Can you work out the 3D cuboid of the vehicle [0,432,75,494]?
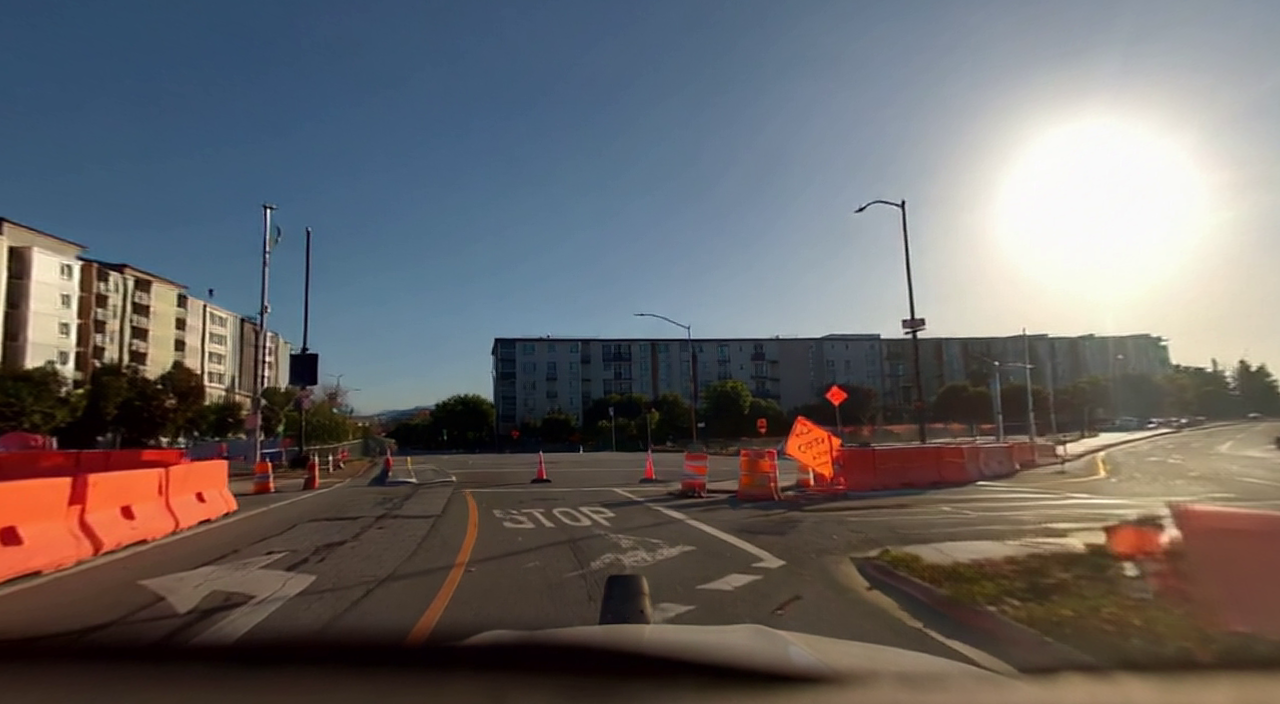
[{"bbox_3d":[-19.329,3.425,19.623,2.159,1.734,4.292,9,-12,-44],"label":"vehicle"}]

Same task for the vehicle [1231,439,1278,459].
[{"bbox_3d":[45.954,7.251,47.175,1.752,1.399,4.468,-6,-11,35],"label":"vehicle"}]
